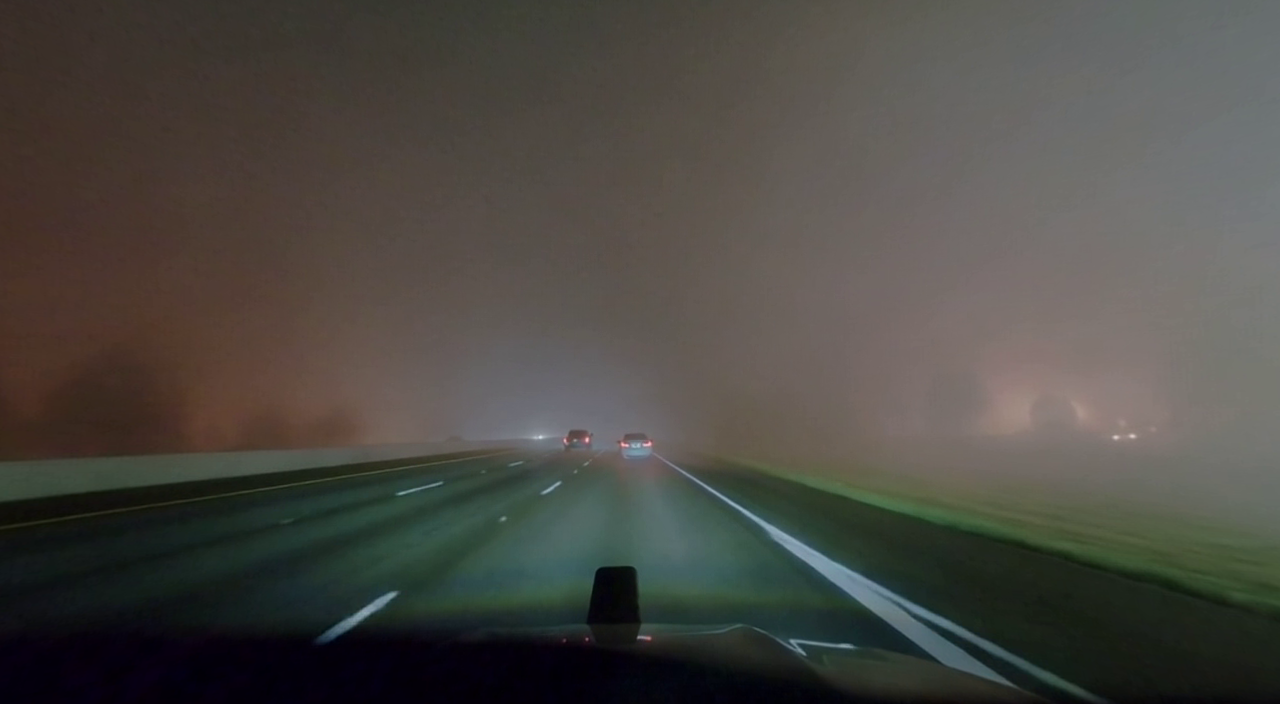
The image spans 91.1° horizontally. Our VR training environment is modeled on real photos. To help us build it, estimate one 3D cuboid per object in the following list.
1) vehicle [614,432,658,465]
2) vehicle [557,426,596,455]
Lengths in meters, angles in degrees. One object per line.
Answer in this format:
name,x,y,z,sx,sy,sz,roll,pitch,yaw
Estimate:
vehicle,-0.257,4.599,30.114,1.948,1.470,3.913,0,-8,-2
vehicle,-4.368,6.191,43.998,2.251,1.938,4.708,0,-8,0
